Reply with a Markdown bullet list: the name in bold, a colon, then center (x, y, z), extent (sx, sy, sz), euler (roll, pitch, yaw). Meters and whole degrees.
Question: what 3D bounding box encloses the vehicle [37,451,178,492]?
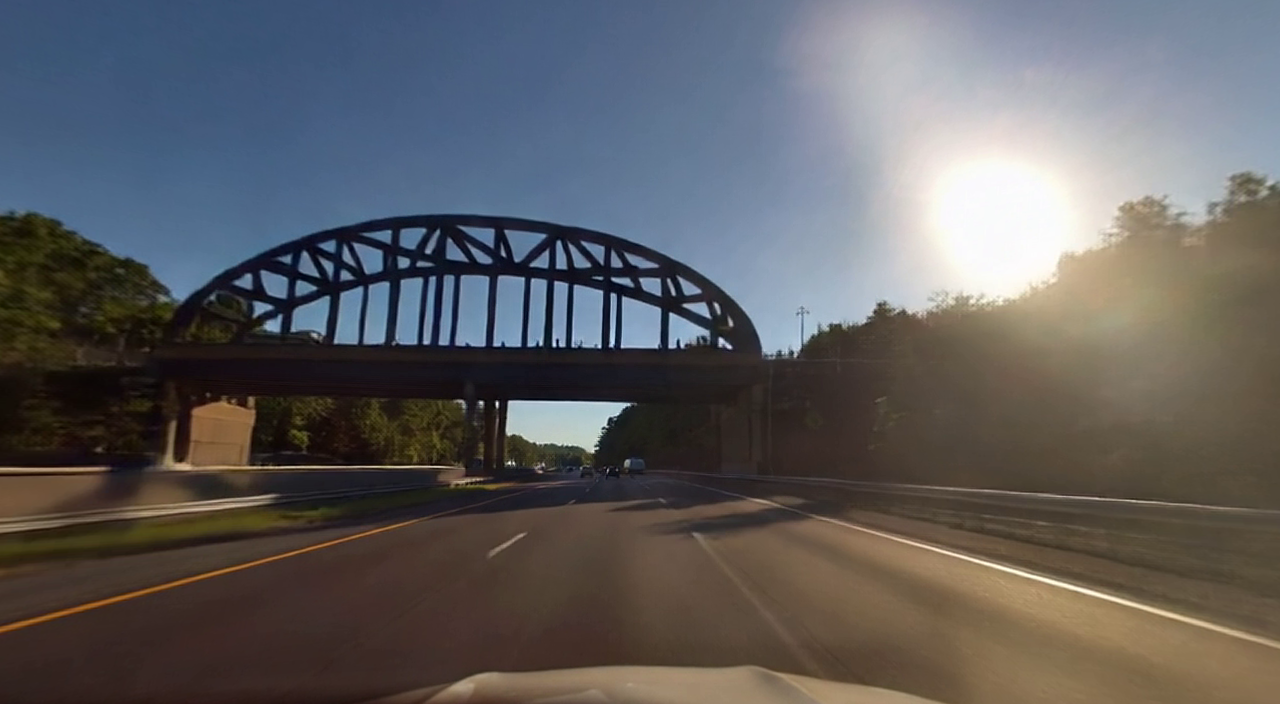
- **vehicle**: center (-20.361, 4.609, 24.374), extent (1.800, 1.436, 4.207), euler (1, -10, -1)
